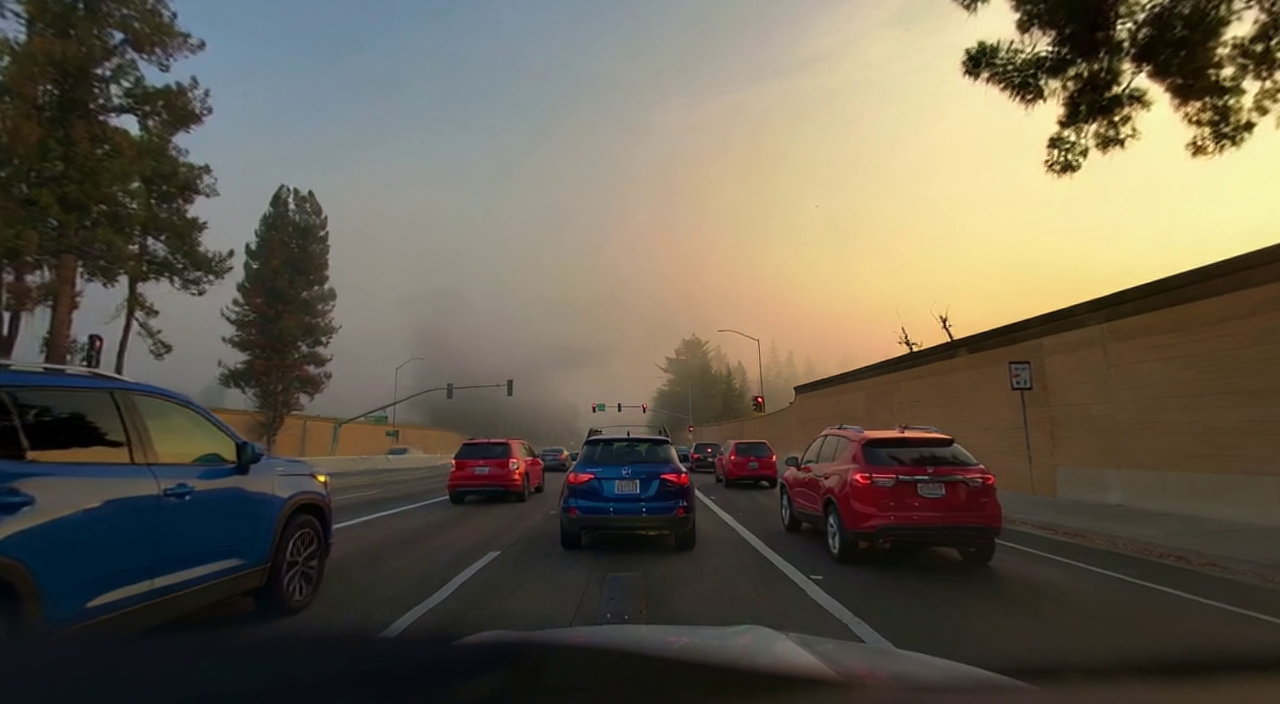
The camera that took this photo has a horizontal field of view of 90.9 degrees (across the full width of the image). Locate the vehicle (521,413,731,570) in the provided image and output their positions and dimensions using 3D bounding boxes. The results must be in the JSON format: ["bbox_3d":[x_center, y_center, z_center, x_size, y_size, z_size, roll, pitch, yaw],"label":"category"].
[{"bbox_3d":[-0.120,1.793,8.814,2.245,1.677,3.913,0,-8,1],"label":"vehicle"}]

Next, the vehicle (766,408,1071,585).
[{"bbox_3d":[3.142,1.713,8.327,2.029,1.702,4.281,0,-8,0],"label":"vehicle"}]

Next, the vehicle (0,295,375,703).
[{"bbox_3d":[-3.537,0.912,3.605,2.070,1.913,4.450,0,-8,0],"label":"vehicle"}]

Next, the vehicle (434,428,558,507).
[{"bbox_3d":[-3.546,2.952,16.574,2.067,1.759,4.631,0,-8,1],"label":"vehicle"}]
